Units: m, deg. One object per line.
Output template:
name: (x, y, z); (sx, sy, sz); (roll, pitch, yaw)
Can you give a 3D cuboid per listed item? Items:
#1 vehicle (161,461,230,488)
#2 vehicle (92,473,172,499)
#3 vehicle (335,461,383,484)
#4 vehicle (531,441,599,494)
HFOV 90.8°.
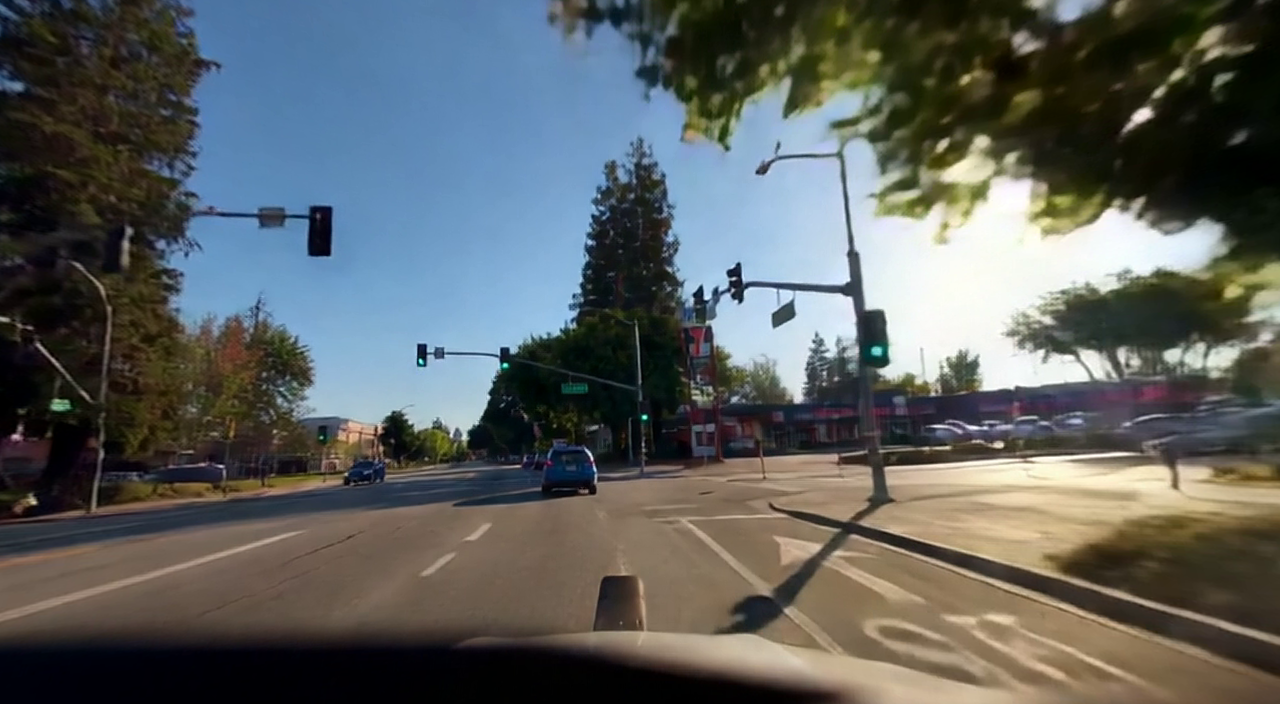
vehicle: (-30.245, 8.325, 43.127); (2.142, 1.671, 4.083); (2, -9, -9)
vehicle: (-33.751, 8.878, 42.135); (2.004, 1.479, 4.230); (1, -9, -3)
vehicle: (-20.558, 8.820, 46.363); (1.873, 1.483, 4.657); (1, -9, -7)
vehicle: (-2.826, 4.196, 23.272); (2.227, 1.733, 3.930); (2, -9, -9)
